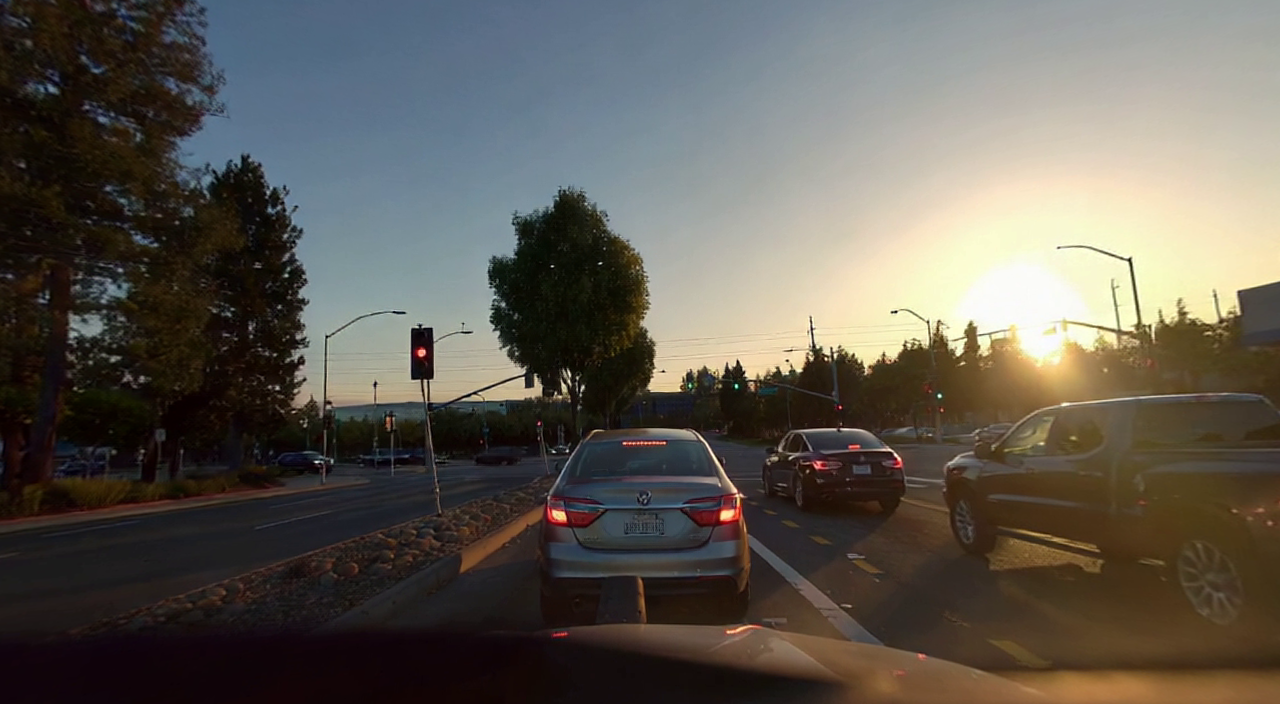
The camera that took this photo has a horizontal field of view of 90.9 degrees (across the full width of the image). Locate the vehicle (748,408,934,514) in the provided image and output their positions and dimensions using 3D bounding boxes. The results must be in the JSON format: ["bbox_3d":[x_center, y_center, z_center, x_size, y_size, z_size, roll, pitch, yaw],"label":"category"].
[{"bbox_3d":[4.201,2.426,14.544,2.319,1.930,5.651,0,-8,-1],"label":"vehicle"}]

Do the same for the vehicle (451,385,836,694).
[{"bbox_3d":[-0.016,1.315,5.533,2.116,1.677,3.948,0,-8,-1],"label":"vehicle"}]

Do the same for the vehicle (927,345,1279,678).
[{"bbox_3d":[4.516,1.134,5.278,2.019,1.803,4.634,0,-8,0],"label":"vehicle"}]

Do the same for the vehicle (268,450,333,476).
[{"bbox_3d":[-24.067,7.842,44.865,1.798,1.706,4.385,-1,-8,6],"label":"vehicle"}]
